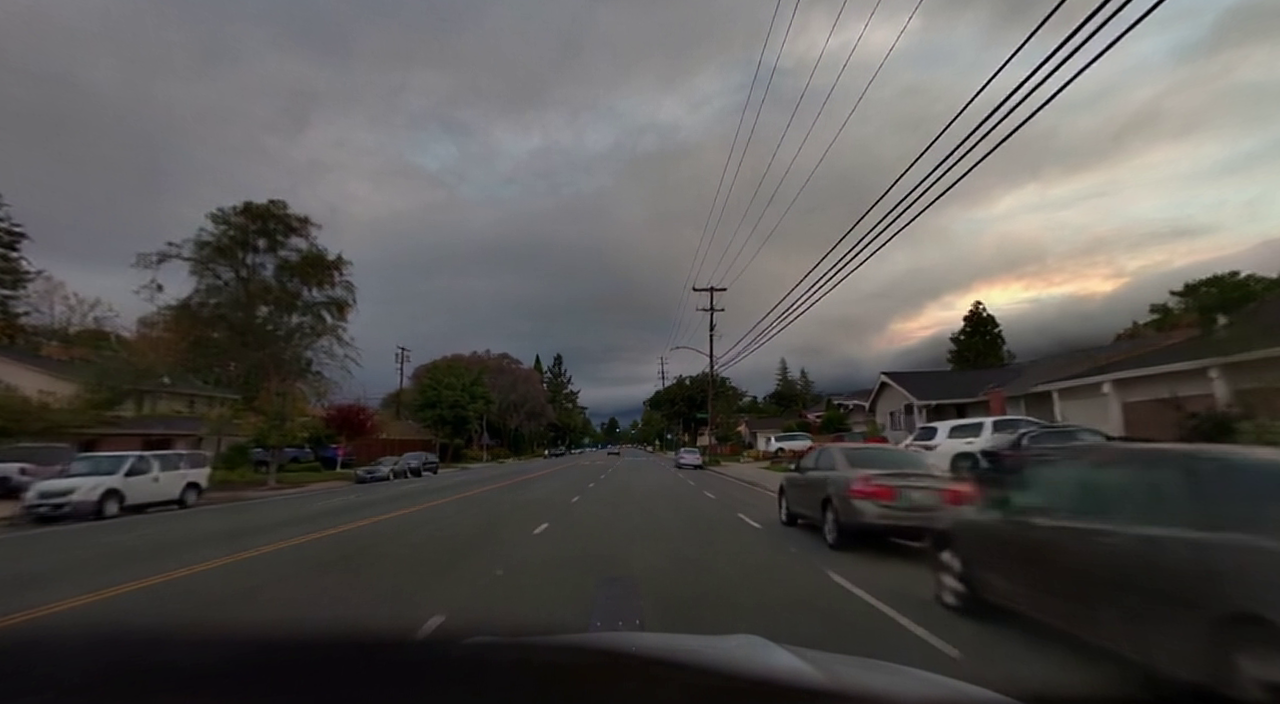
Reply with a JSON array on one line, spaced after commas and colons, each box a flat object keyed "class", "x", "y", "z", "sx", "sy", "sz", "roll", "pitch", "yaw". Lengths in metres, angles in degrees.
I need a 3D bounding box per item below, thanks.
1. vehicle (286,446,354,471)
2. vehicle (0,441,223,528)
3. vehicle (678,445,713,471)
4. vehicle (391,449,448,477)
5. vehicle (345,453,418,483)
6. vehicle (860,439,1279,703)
[{"class": "vehicle", "x": -22.526, "y": 7.533, "z": 44.513, "sx": 3.803, "sy": 1.528, "sz": 1.812, "roll": -3, "pitch": -10, "yaw": -2}, {"class": "vehicle", "x": -13.625, "y": 3.347, "z": 16.706, "sx": 2.137, "sy": 1.852, "sz": 4.541, "roll": -2, "pitch": -8, "yaw": -1}, {"class": "vehicle", "x": 3.550, "y": 6.871, "z": 41.165, "sx": 1.855, "sy": 1.518, "sz": 4.707, "roll": 0, "pitch": -9, "yaw": 0}, {"class": "vehicle", "x": -13.882, "y": 6.999, "z": 40.040, "sx": 1.916, "sy": 1.632, "sz": 4.440, "roll": 0, "pitch": -9, "yaw": 1}, {"class": "vehicle", "x": -14.060, "y": 6.324, "z": 34.656, "sx": 2.011, "sy": 1.480, "sz": 4.644, "roll": 0, "pitch": -9, "yaw": 0}, {"class": "vehicle", "x": 3.083, "y": 1.232, "z": 3.582, "sx": 1.866, "sy": 1.414, "sz": 4.604, "roll": 0, "pitch": -9, "yaw": -2}]
